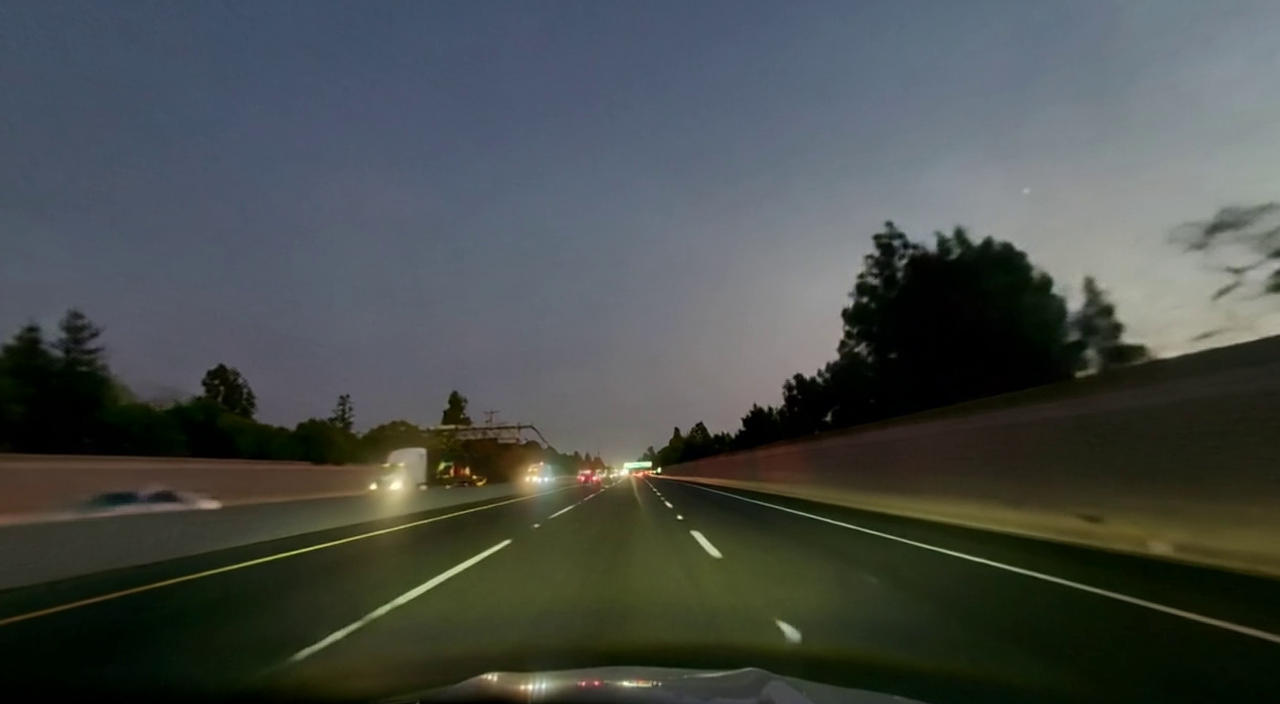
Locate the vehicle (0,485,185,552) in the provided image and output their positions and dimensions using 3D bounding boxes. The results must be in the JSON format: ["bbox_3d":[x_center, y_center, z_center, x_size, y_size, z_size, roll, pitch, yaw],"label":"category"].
[{"bbox_3d":[-15.372,4.493,17.491,2.025,1.444,4.483,1,-11,1],"label":"vehicle"}]

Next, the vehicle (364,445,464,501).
[{"bbox_3d":[-17.143,9.416,49.177,3.031,3.715,12.365,1,-11,0],"label":"vehicle"}]

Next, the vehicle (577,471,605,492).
[{"bbox_3d":[-3.701,9.793,47.768,1.863,1.486,3.852,1,-11,-1],"label":"vehicle"}]
